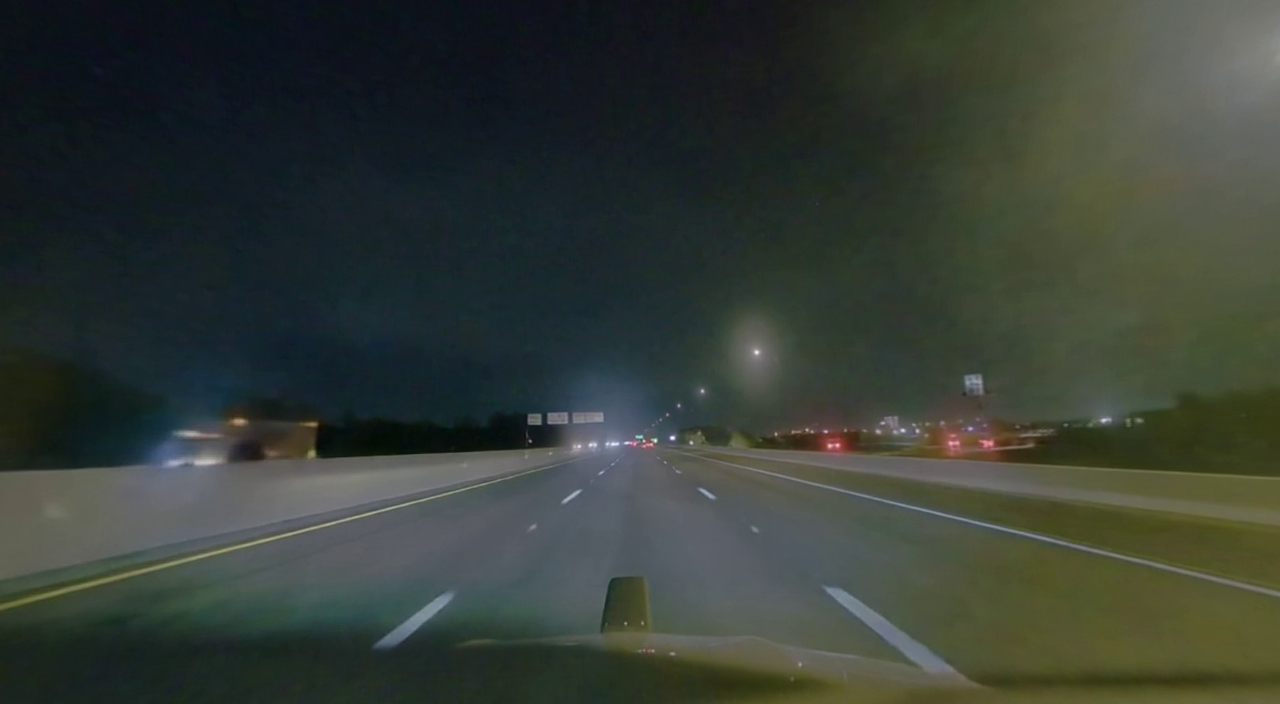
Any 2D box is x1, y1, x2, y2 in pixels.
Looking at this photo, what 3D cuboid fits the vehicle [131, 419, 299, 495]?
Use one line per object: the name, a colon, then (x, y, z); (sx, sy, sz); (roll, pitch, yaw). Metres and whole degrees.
vehicle: (-18.741, 4.665, 28.451); (2.651, 3.017, 6.875); (0, -8, 1)
